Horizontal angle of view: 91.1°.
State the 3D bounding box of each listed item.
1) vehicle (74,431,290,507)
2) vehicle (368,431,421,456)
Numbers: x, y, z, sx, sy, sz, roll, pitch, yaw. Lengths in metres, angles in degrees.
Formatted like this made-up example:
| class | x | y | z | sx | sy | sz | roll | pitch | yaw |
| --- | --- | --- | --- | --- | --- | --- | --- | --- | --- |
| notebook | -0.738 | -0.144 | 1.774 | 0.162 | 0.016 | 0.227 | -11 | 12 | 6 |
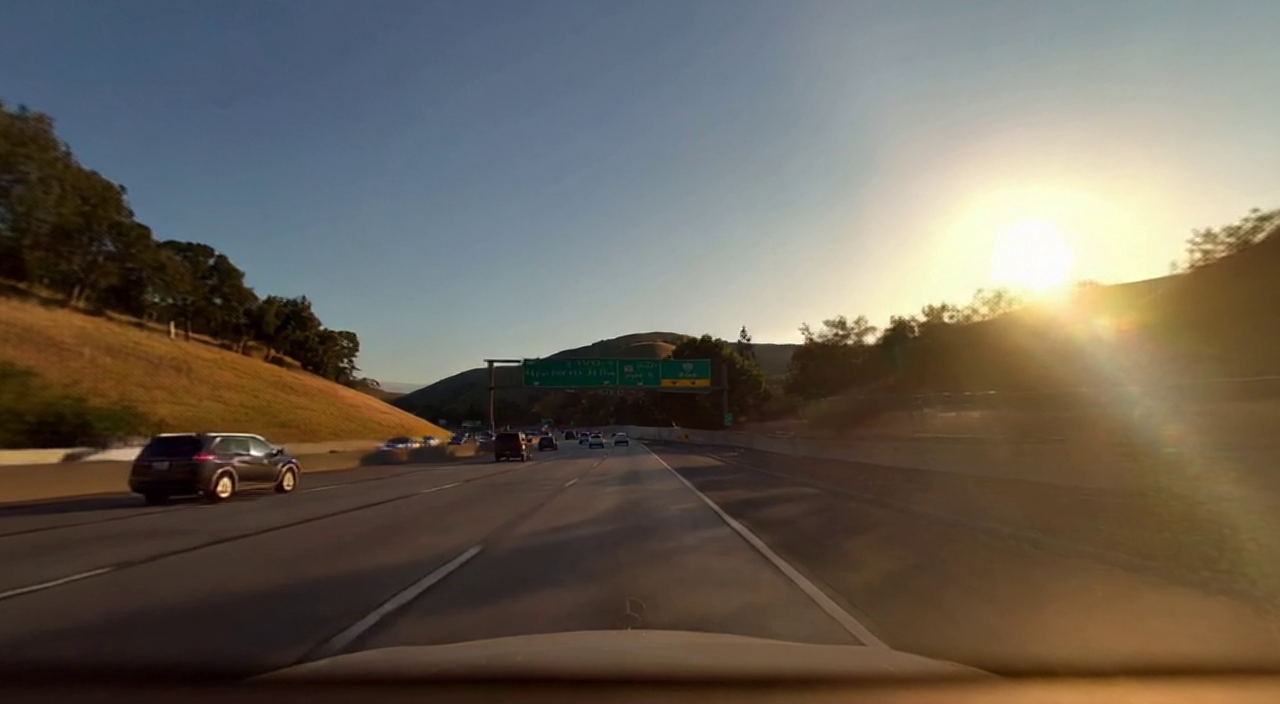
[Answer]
| class | x | y | z | sx | sy | sz | roll | pitch | yaw |
| --- | --- | --- | --- | --- | --- | --- | --- | --- | --- |
| vehicle | -11.181 | 2.866 | 15.867 | 2.001 | 1.625 | 4.528 | 0 | -8 | 0 |
| vehicle | -18.657 | 7.007 | 47.934 | 2.086 | 1.767 | 4.966 | 0 | -8 | 0 |
